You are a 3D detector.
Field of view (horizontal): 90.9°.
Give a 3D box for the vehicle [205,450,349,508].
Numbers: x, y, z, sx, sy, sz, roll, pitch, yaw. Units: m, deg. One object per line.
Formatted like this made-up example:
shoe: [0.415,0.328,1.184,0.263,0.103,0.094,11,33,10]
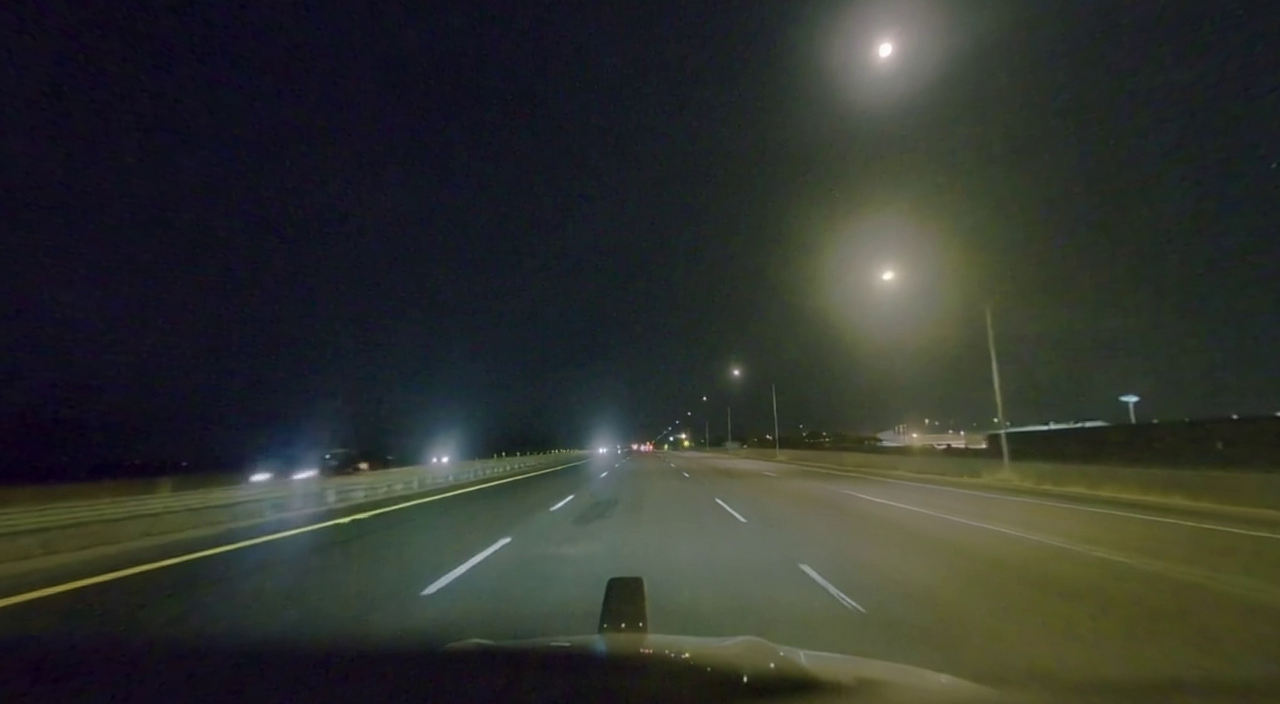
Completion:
vehicle: [-10.522,3.676,18.688,1.750,1.465,4.091,-1,-8,1]
